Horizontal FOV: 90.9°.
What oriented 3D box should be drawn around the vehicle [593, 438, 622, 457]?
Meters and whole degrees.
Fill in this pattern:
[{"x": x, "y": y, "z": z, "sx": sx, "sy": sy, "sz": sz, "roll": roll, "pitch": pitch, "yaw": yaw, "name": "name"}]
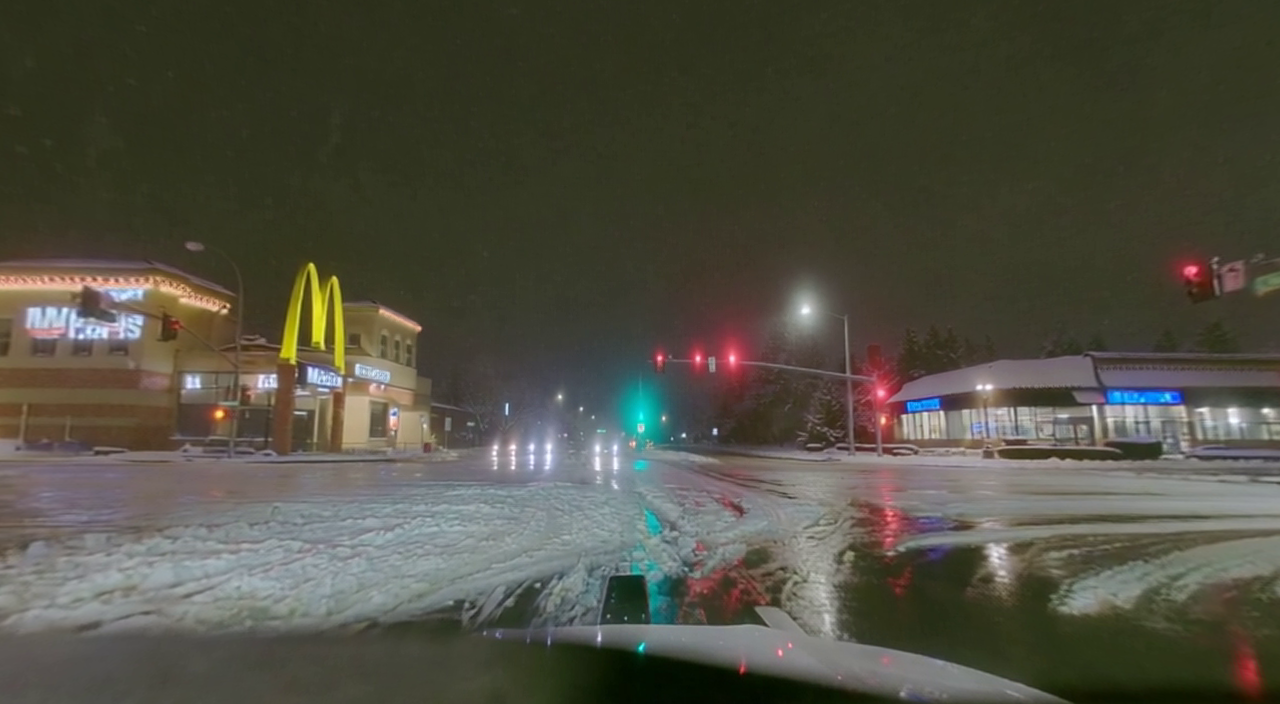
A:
[{"x": -2.515, "y": 7.561, "z": 49.961, "sx": 2.104, "sy": 1.468, "sz": 4.195, "roll": 0, "pitch": -8, "yaw": 0, "name": "vehicle"}]
